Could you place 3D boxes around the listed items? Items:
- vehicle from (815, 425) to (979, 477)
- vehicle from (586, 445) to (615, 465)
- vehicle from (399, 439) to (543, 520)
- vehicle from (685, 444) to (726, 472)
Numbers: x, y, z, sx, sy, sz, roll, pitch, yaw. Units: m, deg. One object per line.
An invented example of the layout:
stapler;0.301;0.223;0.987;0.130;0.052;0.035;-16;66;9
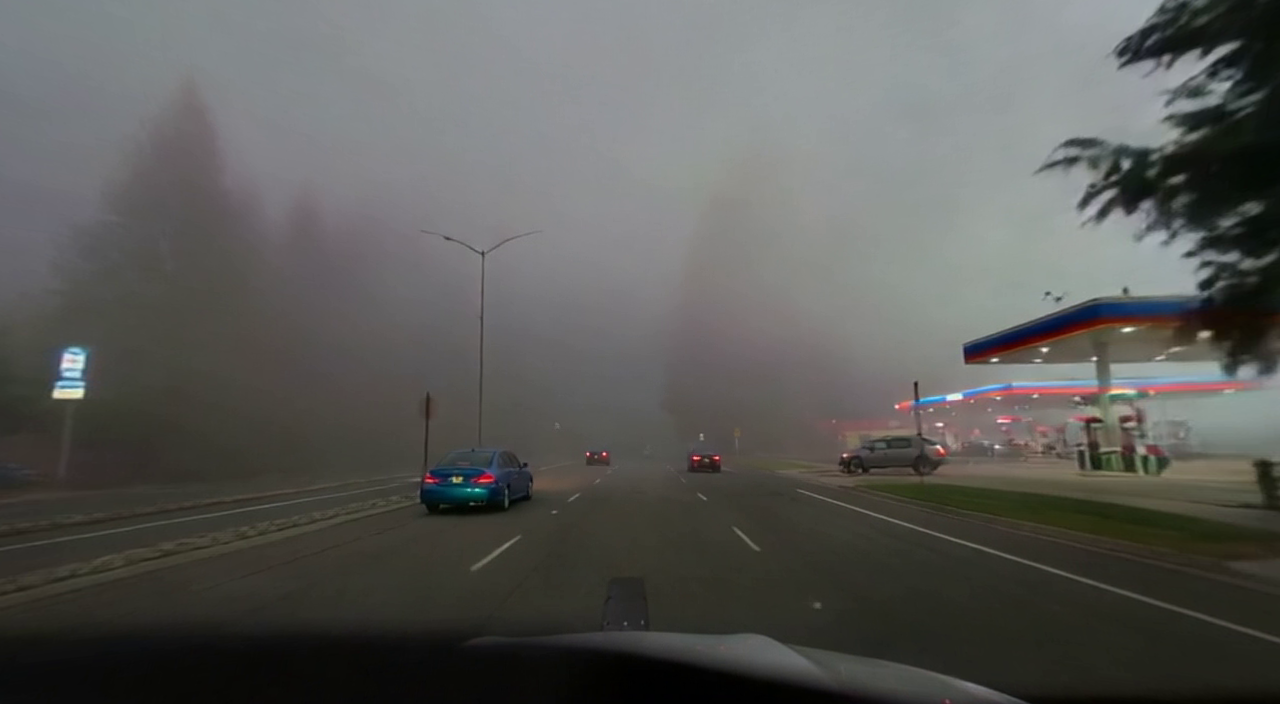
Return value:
vehicle;10.815;4.234;26.972;5.931;1.872;2.264;-3;-8;3
vehicle;-2.898;7.721;47.395;1.841;1.474;4.038;0;-8;1
vehicle;-3.437;2.662;13.778;1.803;1.463;4.422;0;-8;2
vehicle;3.623;5.935;35.544;1.883;1.465;3.975;0;-8;0
